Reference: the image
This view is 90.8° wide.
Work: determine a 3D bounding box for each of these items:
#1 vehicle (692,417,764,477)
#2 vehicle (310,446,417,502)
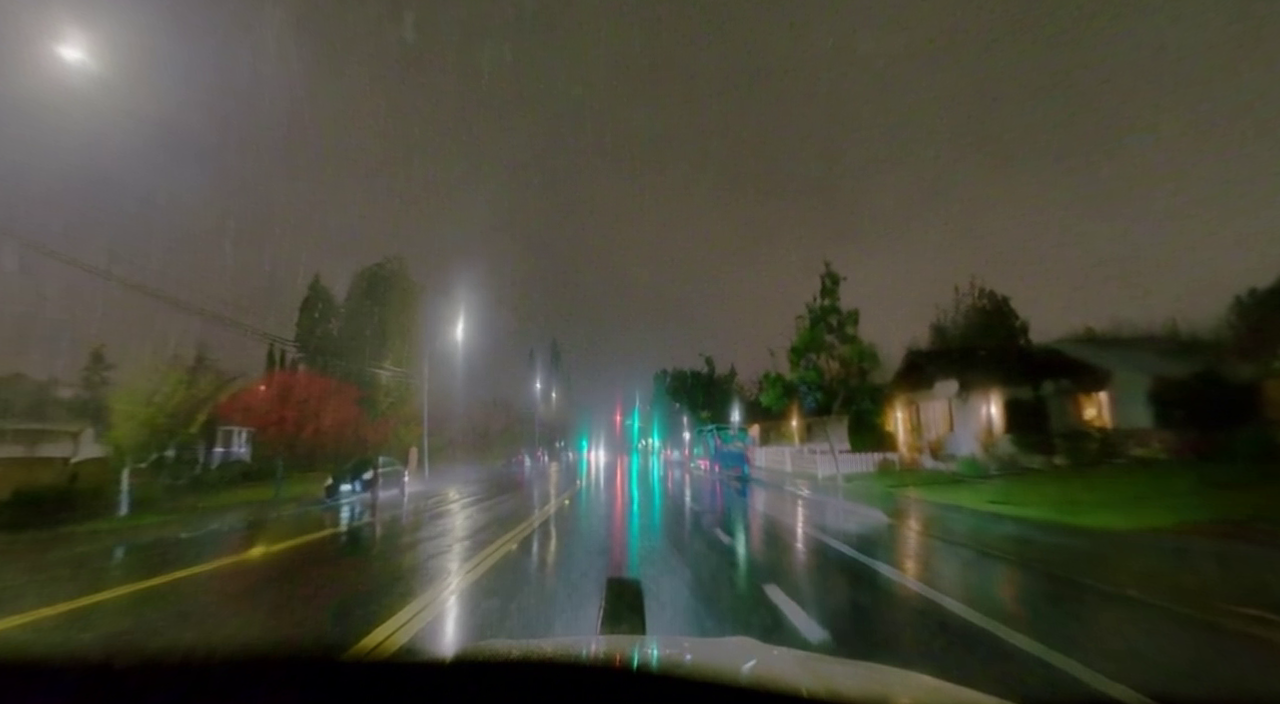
[{"bbox_3d":[3.882,4.390,29.165,2.459,2.452,5.731,1,-8,-1],"label":"vehicle"},{"bbox_3d":[-11.248,4.921,26.135,2.301,1.855,4.983,-5,-8,-2],"label":"vehicle"}]
